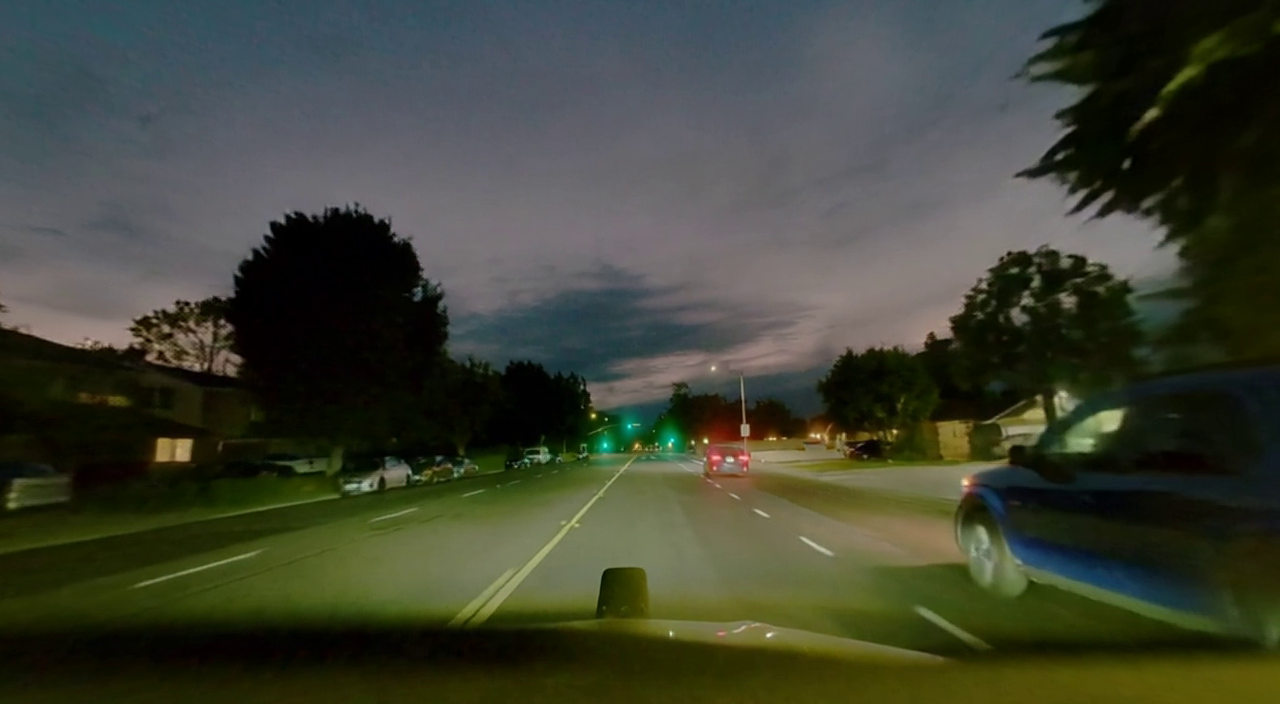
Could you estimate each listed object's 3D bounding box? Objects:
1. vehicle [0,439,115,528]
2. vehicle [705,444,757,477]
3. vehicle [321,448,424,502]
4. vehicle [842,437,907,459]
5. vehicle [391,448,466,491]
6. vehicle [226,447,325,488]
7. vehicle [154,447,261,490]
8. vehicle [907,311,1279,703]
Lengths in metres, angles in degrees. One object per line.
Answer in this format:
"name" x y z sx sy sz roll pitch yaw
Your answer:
"vehicle" -16.652 3.138 15.319 5.615 1.953 2.359 -1 -9 1
"vehicle" 4.476 5.374 31.556 1.956 1.492 4.425 -1 -9 1
"vehicle" -10.479 4.788 25.094 2.083 1.791 4.585 -4 -9 0
"vehicle" 17.935 7.383 48.282 4.065 1.557 2.107 0 -9 -1
"vehicle" -10.328 5.733 31.125 2.231 1.736 4.630 -5 -9 -2
"vehicle" -17.352 5.476 30.293 1.914 1.792 4.470 -1 -9 3
"vehicle" -20.160 5.421 29.626 1.918 1.767 4.063 -3 -9 4
"vehicle" 4.036 0.901 3.586 2.497 1.889 5.833 0 -9 0
